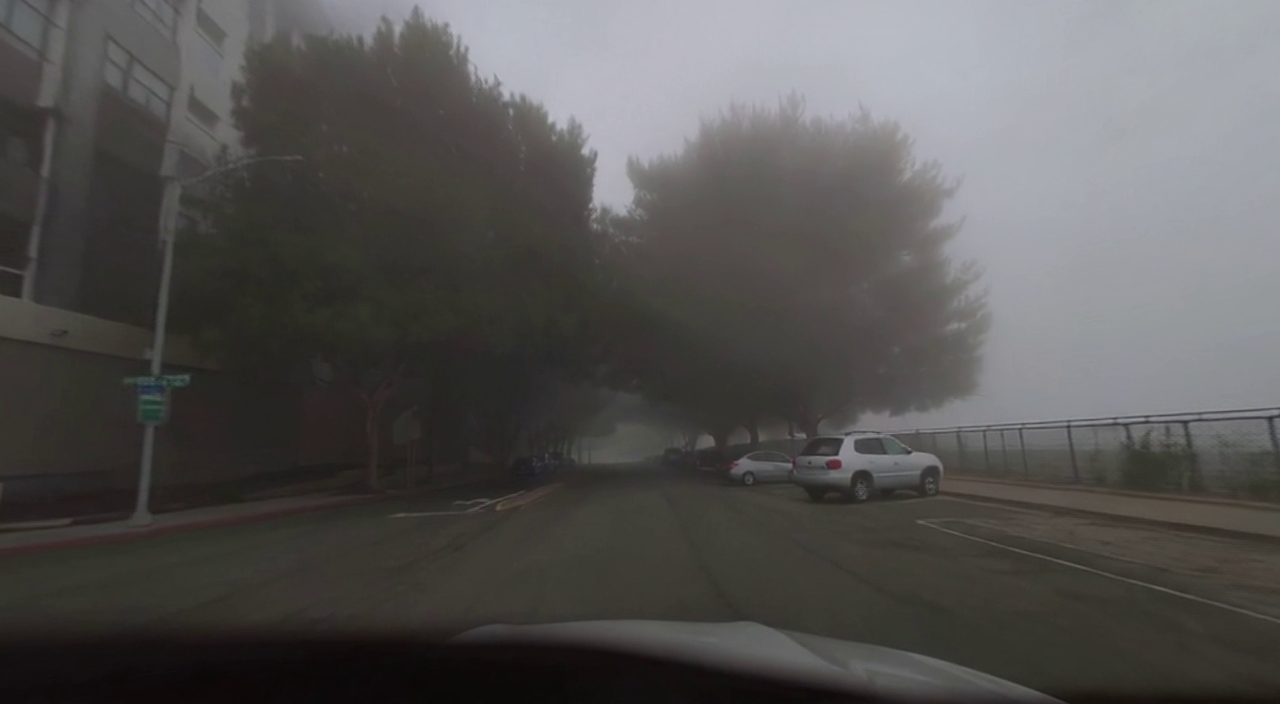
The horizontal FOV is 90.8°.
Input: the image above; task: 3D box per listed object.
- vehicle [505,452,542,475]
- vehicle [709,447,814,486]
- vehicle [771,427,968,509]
[{"bbox_3d":[-9.041,8.692,49.507,2.172,1.707,4.273,0,-9,-1],"label":"vehicle"},{"bbox_3d":[5.008,4.656,26.042,3.752,1.494,2.083,5,-10,-30],"label":"vehicle"},{"bbox_3d":[6.409,3.118,17.582,5.061,1.829,2.274,2,-9,-29],"label":"vehicle"}]
